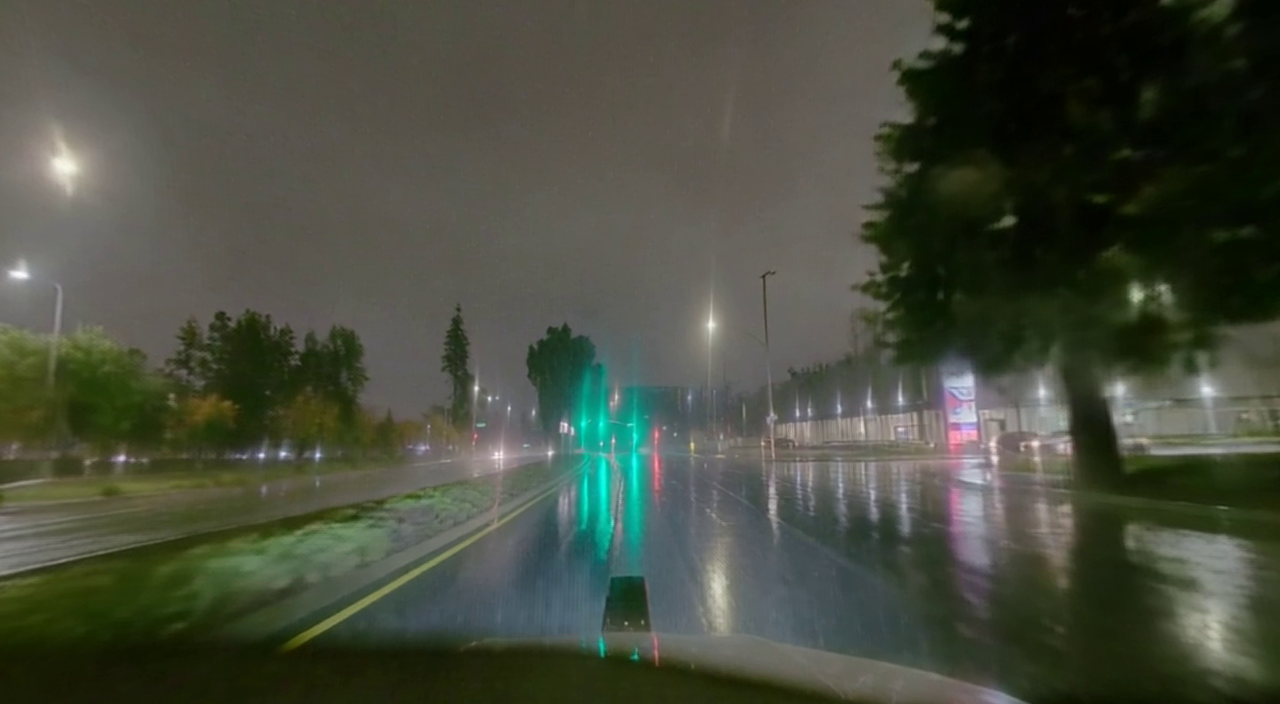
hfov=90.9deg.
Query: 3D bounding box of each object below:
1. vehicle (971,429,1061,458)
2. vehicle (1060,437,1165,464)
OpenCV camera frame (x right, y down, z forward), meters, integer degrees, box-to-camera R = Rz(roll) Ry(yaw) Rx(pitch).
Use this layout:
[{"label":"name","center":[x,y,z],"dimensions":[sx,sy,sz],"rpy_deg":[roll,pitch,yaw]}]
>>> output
[{"label":"vehicle","center":[25.943,6.330,43.543],"dimensions":[4.950,1.924,2.146],"rpy_deg":[1,-8,-8]},{"label":"vehicle","center":[25.126,5.264,33.593],"dimensions":[4.053,1.376,1.945],"rpy_deg":[0,-8,-3]}]
